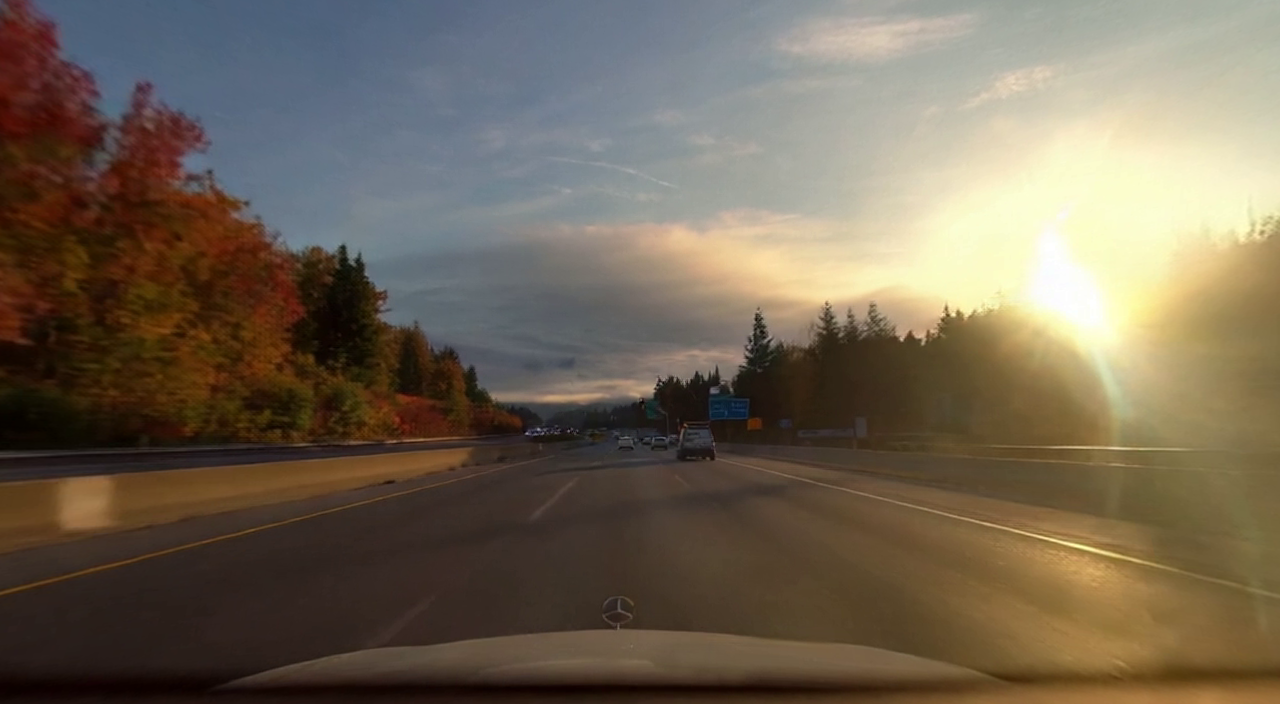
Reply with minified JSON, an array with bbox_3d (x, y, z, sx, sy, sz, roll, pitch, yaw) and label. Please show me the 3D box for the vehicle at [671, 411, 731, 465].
[{"bbox_3d":[3.093,4.534,33.221,2.411,2.614,5.781,0,-8,-1],"label":"vehicle"}]
